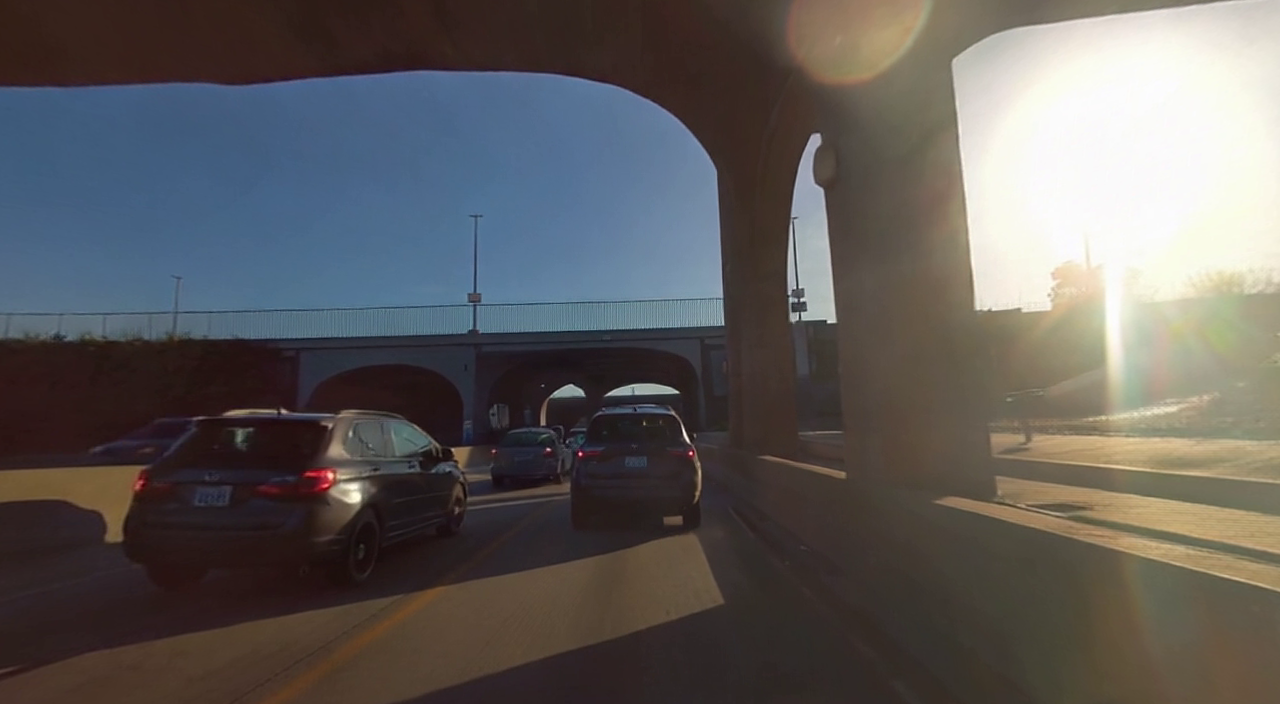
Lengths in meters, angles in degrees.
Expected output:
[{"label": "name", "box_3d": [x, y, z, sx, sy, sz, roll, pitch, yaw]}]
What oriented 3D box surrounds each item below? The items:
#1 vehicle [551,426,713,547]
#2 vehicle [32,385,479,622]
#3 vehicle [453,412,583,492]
[{"label": "vehicle", "box_3d": [-0.015, 1.977, 9.932, 2.020, 1.478, 4.092, 0, -9, 3]}, {"label": "vehicle", "box_3d": [-3.480, 1.473, 7.079, 2.017, 1.761, 4.572, 0, -9, 2]}, {"label": "vehicle", "box_3d": [-3.245, 2.878, 18.341, 2.329, 1.948, 5.800, -1, -9, 3]}]
